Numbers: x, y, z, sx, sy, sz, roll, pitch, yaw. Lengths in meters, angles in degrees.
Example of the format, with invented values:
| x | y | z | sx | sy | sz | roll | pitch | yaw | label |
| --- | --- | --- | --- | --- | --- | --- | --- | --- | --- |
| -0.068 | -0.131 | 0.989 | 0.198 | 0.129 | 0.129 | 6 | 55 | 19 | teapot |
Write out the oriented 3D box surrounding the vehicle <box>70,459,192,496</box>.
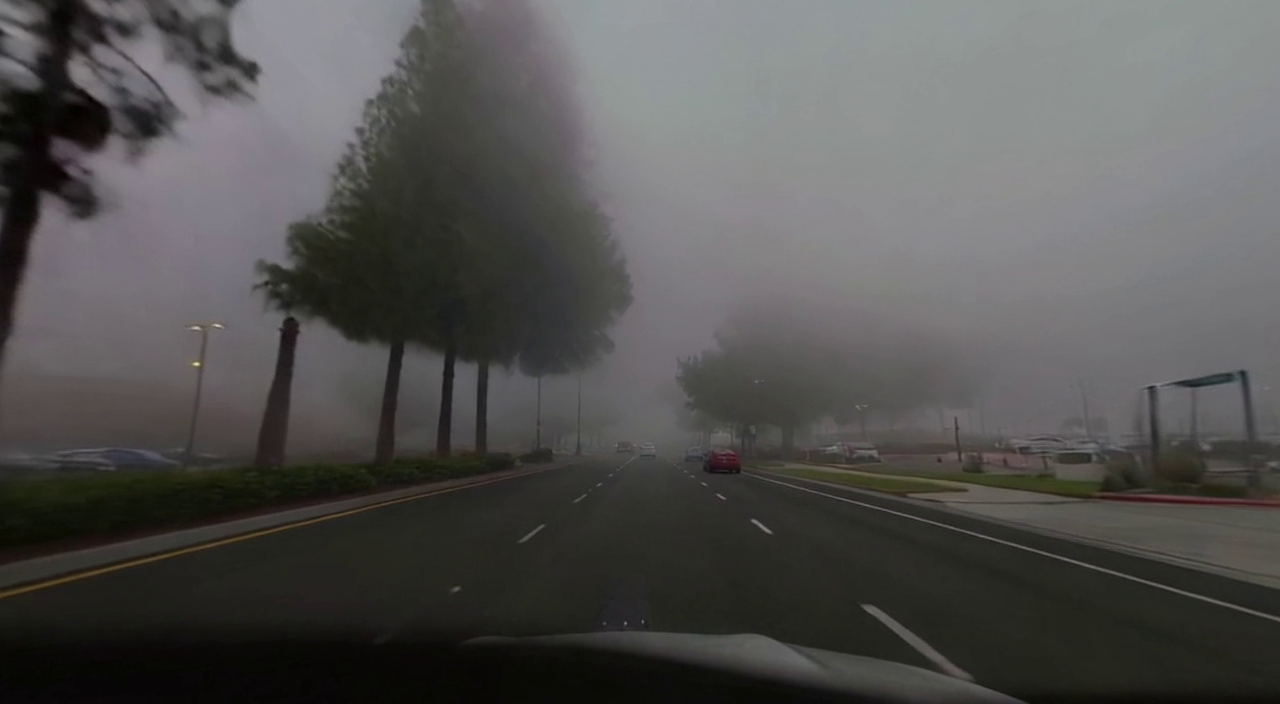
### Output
| x | y | z | sx | sy | sz | roll | pitch | yaw | label |
| --- | --- | --- | --- | --- | --- | --- | --- | --- | --- |
| -22.461 | 5.521 | 28.059 | 1.771 | 1.373 | 4.308 | 0 | -8 | 2 | vehicle |

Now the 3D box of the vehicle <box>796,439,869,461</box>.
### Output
| x | y | z | sx | sy | sz | roll | pitch | yaw | label |
| --- | --- | --- | --- | --- | --- | --- | --- | --- | --- |
| 14.808 | 7.569 | 48.630 | 4.909 | 1.463 | 1.924 | -2 | -9 | 1 | vehicle |

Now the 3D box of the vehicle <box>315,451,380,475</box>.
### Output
| x | y | z | sx | sy | sz | roll | pitch | yaw | label |
| --- | --- | --- | --- | --- | --- | --- | --- | --- | --- |
| -19.269 | 7.320 | 41.780 | 1.822 | 1.479 | 4.692 | -1 | -8 | 4 | vehicle |

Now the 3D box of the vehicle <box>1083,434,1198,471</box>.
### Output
| x | y | z | sx | sy | sz | roll | pitch | yaw | label |
| --- | --- | --- | --- | --- | --- | --- | --- | --- | --- |
| 24.663 | 4.968 | 31.338 | 1.894 | 1.656 | 4.841 | 0 | -8 | 2 | vehicle |

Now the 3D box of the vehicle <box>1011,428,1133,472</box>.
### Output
| x | y | z | sx | sy | sz | roll | pitch | yaw | label |
| --- | --- | --- | --- | --- | --- | --- | --- | --- | --- |
| 21.305 | 4.888 | 31.513 | 2.124 | 1.920 | 5.946 | 0 | -9 | 3 | vehicle |

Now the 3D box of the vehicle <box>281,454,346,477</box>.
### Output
| x | y | z | sx | sy | sz | roll | pitch | yaw | label |
| --- | --- | --- | --- | --- | --- | --- | --- | --- | --- |
| -22.041 | 7.672 | 42.811 | 1.778 | 1.395 | 4.713 | 0 | -8 | 2 | vehicle |

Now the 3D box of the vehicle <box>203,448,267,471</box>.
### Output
| x | y | z | sx | sy | sz | roll | pitch | yaw | label |
| --- | --- | --- | --- | --- | --- | --- | --- | --- | --- |
| -30.933 | 8.174 | 48.290 | 1.904 | 1.639 | 4.317 | 0 | -9 | 2 | vehicle |

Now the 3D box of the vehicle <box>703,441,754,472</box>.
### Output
| x | y | z | sx | sy | sz | roll | pitch | yaw | label |
| --- | --- | --- | --- | --- | --- | --- | --- | --- | --- |
| 4.483 | 5.342 | 32.456 | 1.916 | 1.459 | 4.335 | 0 | -8 | -1 | vehicle |

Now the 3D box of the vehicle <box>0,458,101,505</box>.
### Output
| x | y | z | sx | sy | sz | roll | pitch | yaw | label |
| --- | --- | --- | --- | --- | --- | --- | --- | --- | --- |
| -22.487 | 4.577 | 22.419 | 2.111 | 1.500 | 5.131 | 0 | -8 | -1 | vehicle |
